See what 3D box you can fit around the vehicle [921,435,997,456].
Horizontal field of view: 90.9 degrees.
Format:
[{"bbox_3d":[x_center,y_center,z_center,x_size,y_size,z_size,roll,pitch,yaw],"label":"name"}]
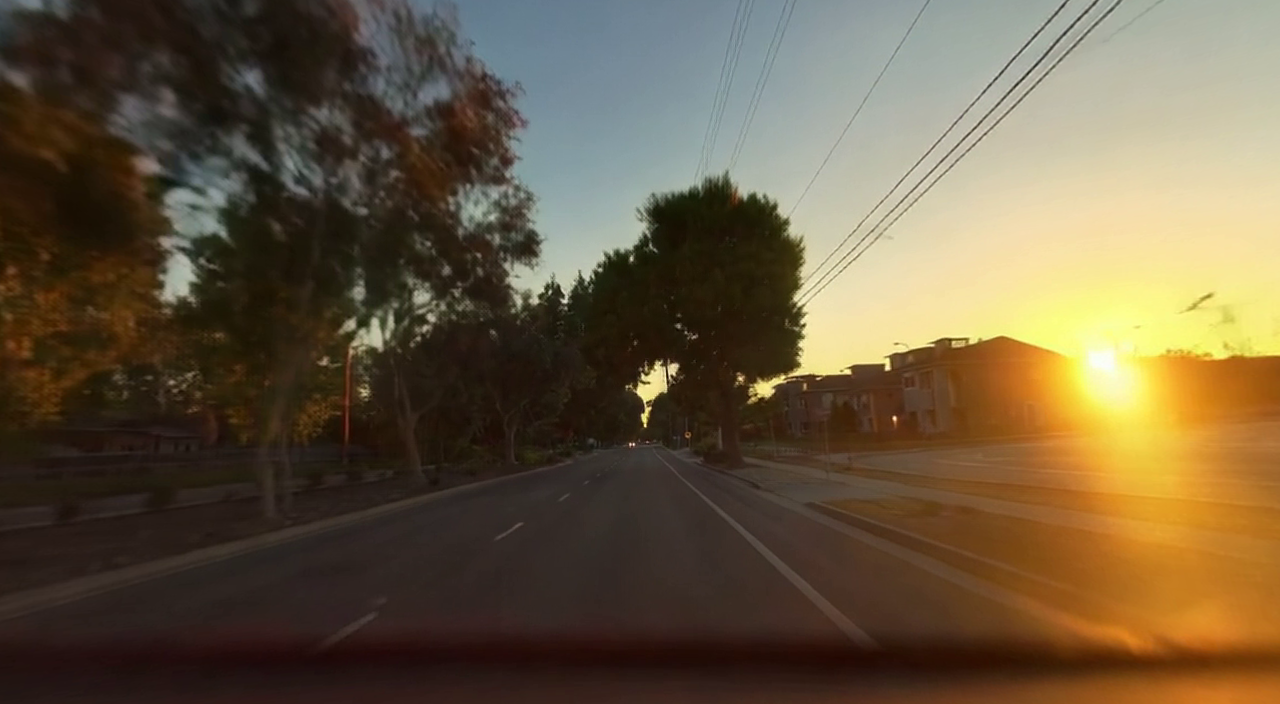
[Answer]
[{"bbox_3d":[22.261,6.519,44.086,4.271,1.424,1.941,0,-8,1],"label":"vehicle"}]
